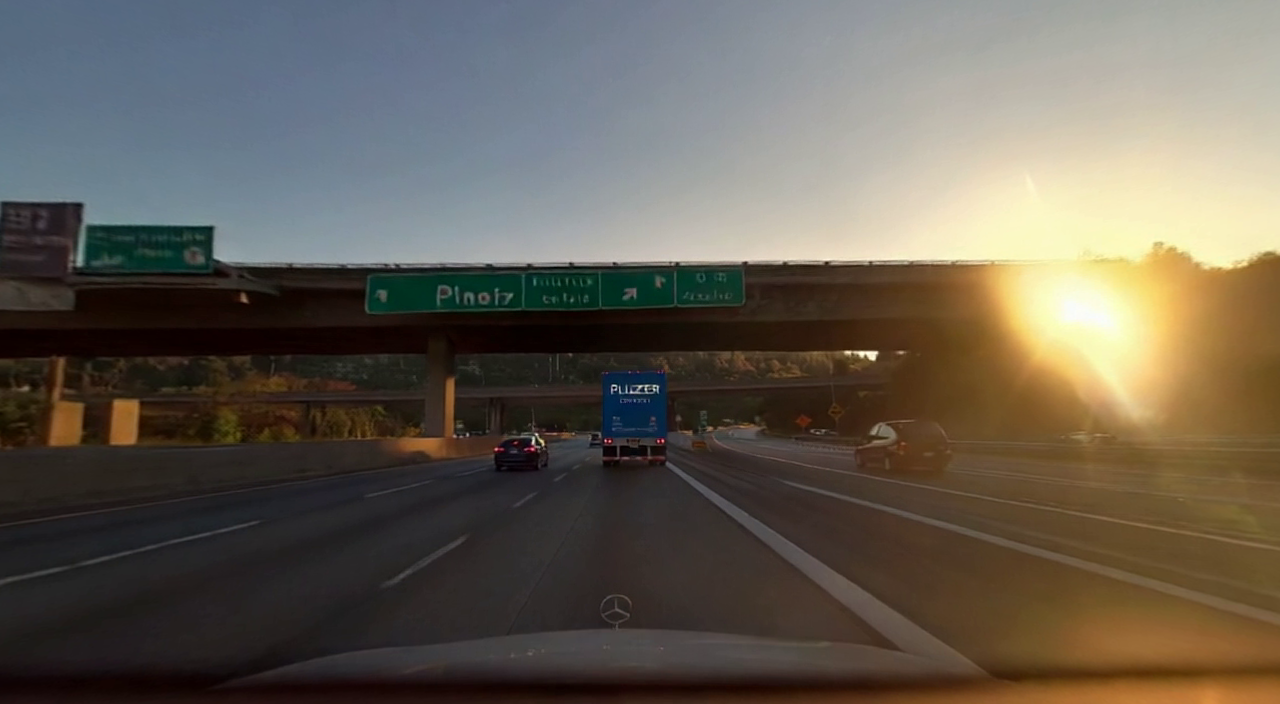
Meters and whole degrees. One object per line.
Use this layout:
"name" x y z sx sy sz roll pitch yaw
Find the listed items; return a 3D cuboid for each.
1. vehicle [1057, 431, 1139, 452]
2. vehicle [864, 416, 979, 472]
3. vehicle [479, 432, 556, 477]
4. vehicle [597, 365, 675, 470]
"vehicle" 33.084 6.469 45.533 4.591 1.466 1.973 -6 -10 37
"vehicle" 10.192 3.383 23.274 2.052 1.841 4.481 0 -8 -1
"vehicle" -4.279 3.627 22.626 1.943 1.446 4.158 0 -8 0
"vehicle" -0.356 3.262 29.841 2.926 3.959 11.818 0 -8 -2
